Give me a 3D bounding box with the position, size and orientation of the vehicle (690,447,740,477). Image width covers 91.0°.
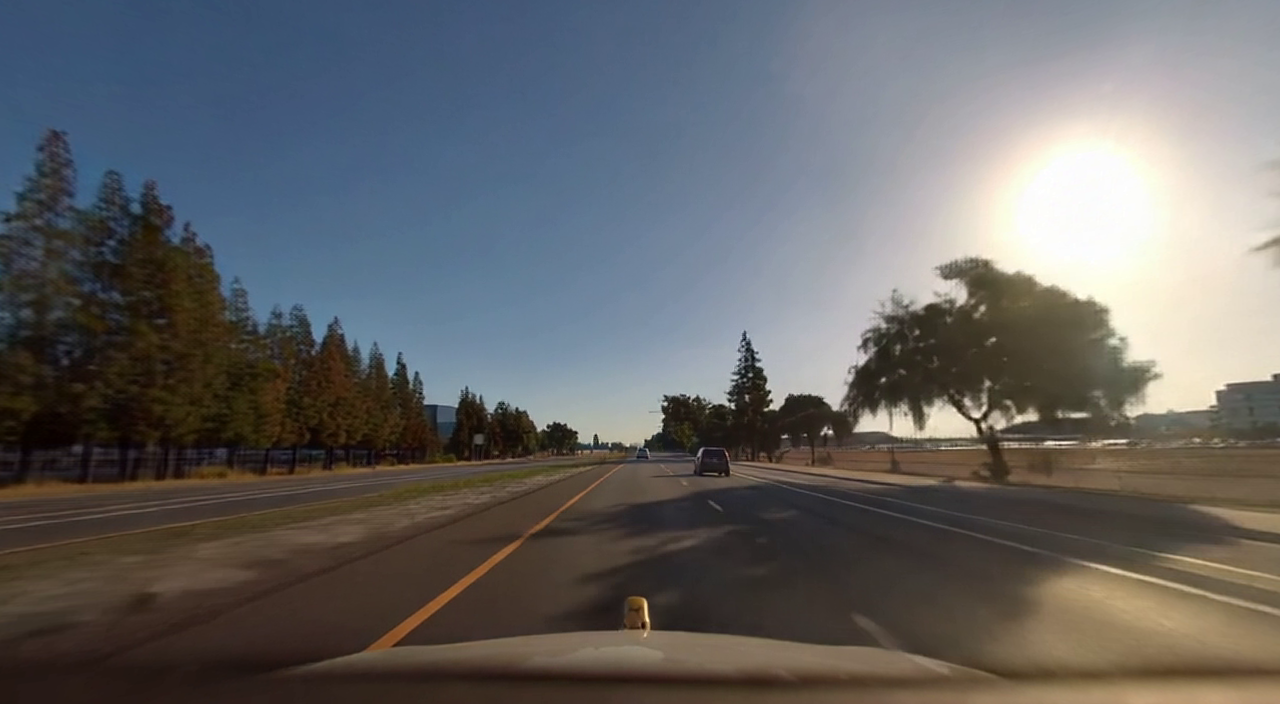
[{"bbox_3d":[3.955,5.919,34.070,2.115,1.522,4.330,0,-9,-1],"label":"vehicle"}]
